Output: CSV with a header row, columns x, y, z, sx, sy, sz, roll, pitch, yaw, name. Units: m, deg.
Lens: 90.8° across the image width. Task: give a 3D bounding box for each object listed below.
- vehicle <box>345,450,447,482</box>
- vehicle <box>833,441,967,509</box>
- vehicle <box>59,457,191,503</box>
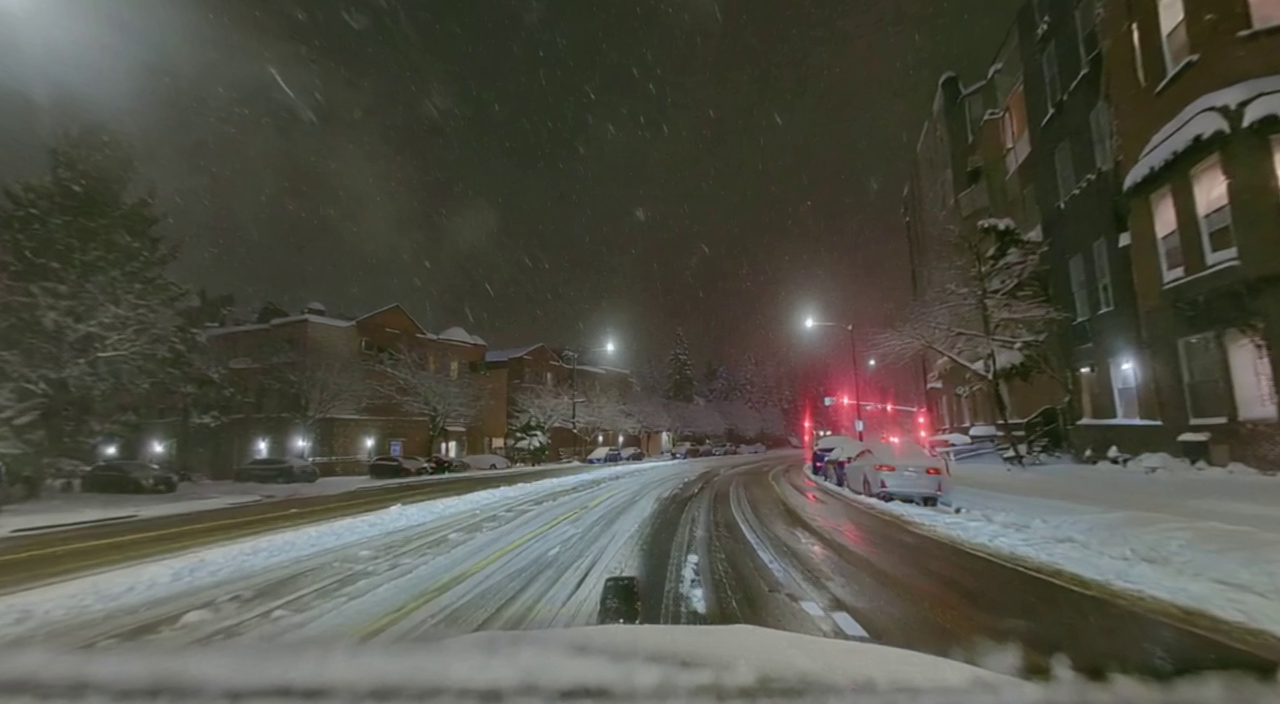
x,y,z,sx,sy,sz,roll,pitch,yaw,name
-16.557,7.699,42.965,6.006,1.964,2.474,-1,-10,14,vehicle
6.645,3.150,16.823,2.077,1.502,4.902,-1,-9,8,vehicle
-22.820,5.624,28.057,4.586,1.836,2.034,-2,-9,14,vehicle
